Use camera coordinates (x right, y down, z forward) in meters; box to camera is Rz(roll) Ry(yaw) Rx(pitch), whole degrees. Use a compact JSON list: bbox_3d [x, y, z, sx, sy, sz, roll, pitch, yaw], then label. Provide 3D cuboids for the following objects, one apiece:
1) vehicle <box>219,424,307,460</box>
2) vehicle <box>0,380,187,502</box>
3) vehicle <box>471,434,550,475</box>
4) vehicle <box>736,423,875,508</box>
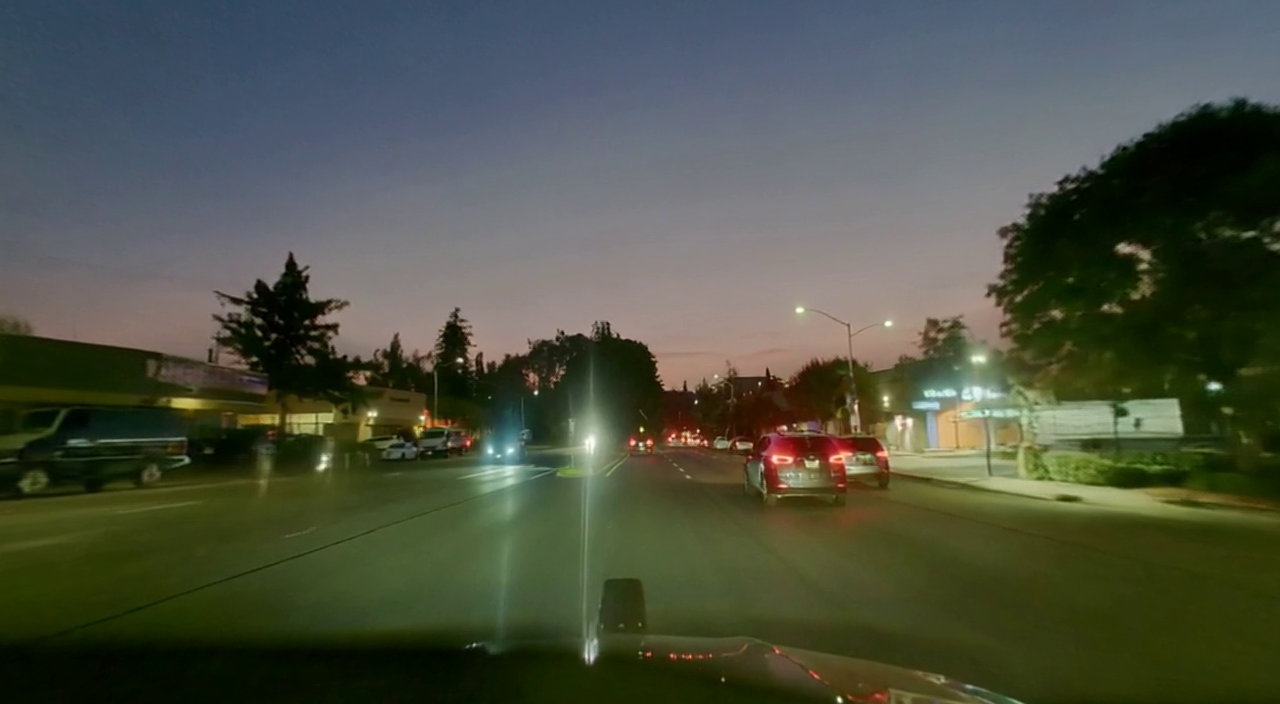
[{"bbox_3d":[-25.172,6.006,42.488,2.200,2.170,6.131,0,-7,-1],"label":"vehicle"},{"bbox_3d":[-18.911,2.937,20.769,2.783,3.367,6.723,0,-8,1],"label":"vehicle"},{"bbox_3d":[-4.784,3.854,23.969,2.084,1.415,4.580,0,-8,-1],"label":"vehicle"},{"bbox_3d":[3.582,2.524,14.462,2.072,1.669,3.836,0,-8,-1],"label":"vehicle"}]
